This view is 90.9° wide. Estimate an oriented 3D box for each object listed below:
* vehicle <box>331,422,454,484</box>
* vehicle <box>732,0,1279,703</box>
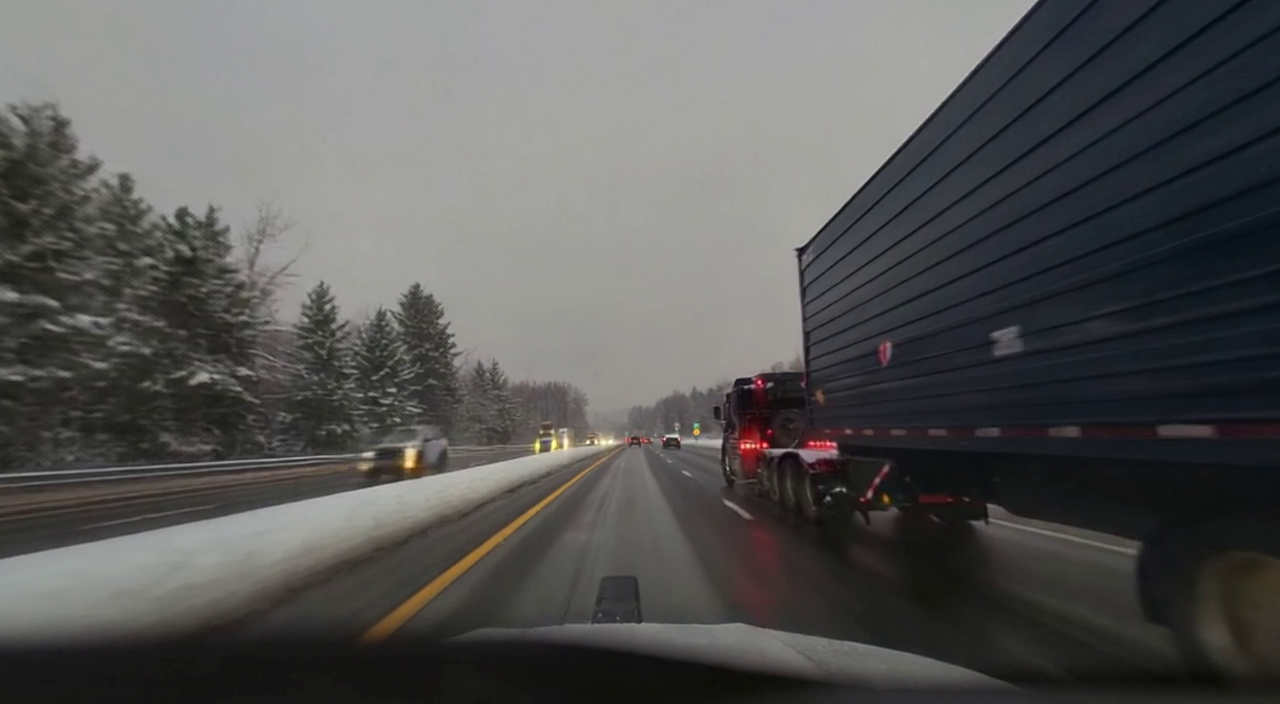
[{"bbox_3d":[-8.010,3.295,20.970,2.199,1.816,4.724,0,-8,-1],"label":"vehicle"},{"bbox_3d":[3.854,0.359,8.019,3.038,3.975,13.887,0,-8,-1],"label":"vehicle"}]
